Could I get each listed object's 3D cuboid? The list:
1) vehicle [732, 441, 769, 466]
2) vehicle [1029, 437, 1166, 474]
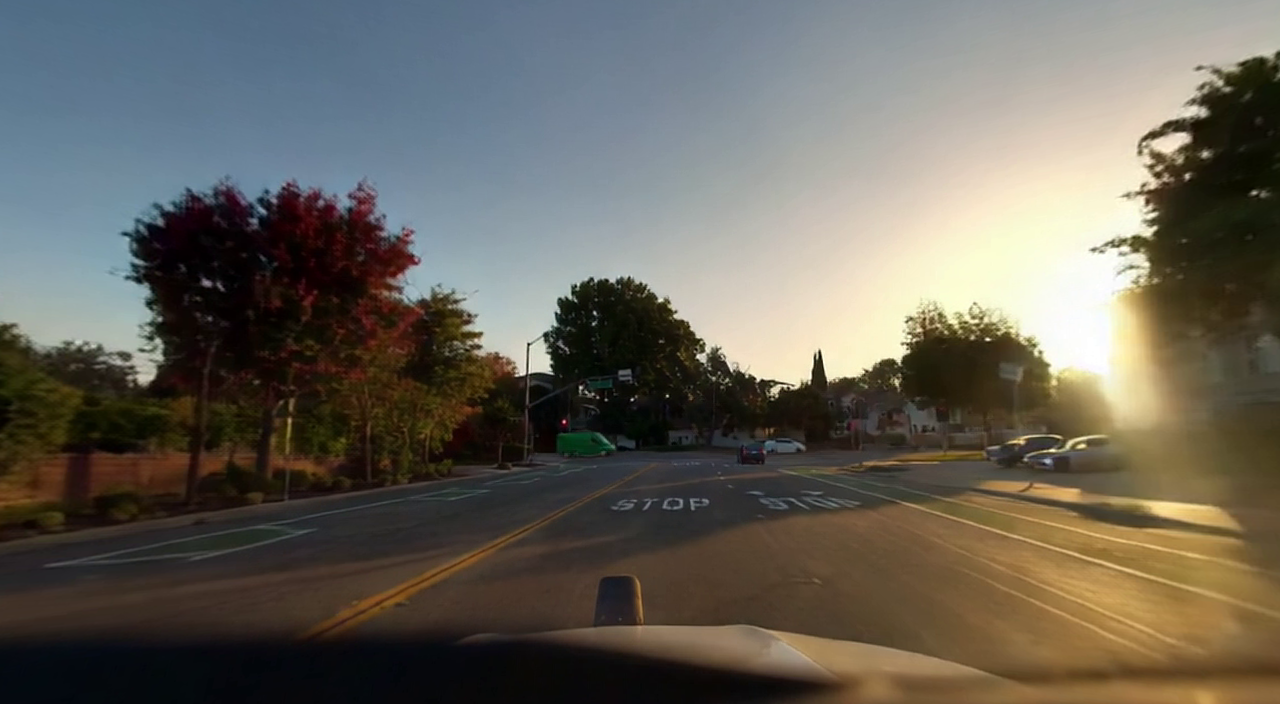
[{"bbox_3d":[7.112,6.592,41.146,1.947,1.485,4.336,-1,-9,5],"label":"vehicle"},{"bbox_3d":[18.814,4.262,26.168,4.104,1.449,1.896,-1,-9,5],"label":"vehicle"}]
